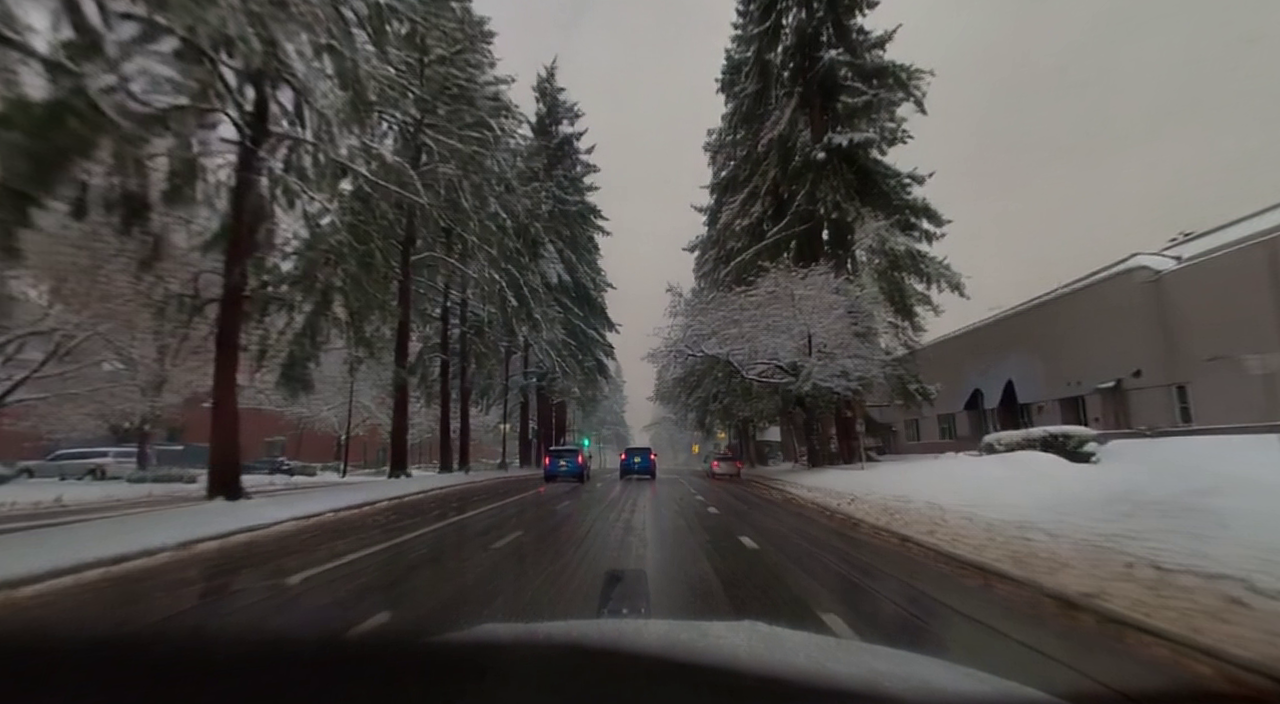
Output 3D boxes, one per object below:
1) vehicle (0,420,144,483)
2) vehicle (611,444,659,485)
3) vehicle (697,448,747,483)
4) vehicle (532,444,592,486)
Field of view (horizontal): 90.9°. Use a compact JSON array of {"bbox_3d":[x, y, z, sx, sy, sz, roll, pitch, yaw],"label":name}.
[{"bbox_3d":[-32.120,5.359,33.881,2.768,3.022,9.215,-1,-10,5],"label":"vehicle"},{"bbox_3d":[-0.163,5.001,28.337,2.022,1.700,4.084,0,-8,1],"label":"vehicle"},{"bbox_3d":[3.903,5.468,30.618,1.847,1.554,4.052,0,-8,-1],"label":"vehicle"},{"bbox_3d":[-3.410,5.023,28.446,2.047,1.710,4.314,0,-8,2],"label":"vehicle"}]
